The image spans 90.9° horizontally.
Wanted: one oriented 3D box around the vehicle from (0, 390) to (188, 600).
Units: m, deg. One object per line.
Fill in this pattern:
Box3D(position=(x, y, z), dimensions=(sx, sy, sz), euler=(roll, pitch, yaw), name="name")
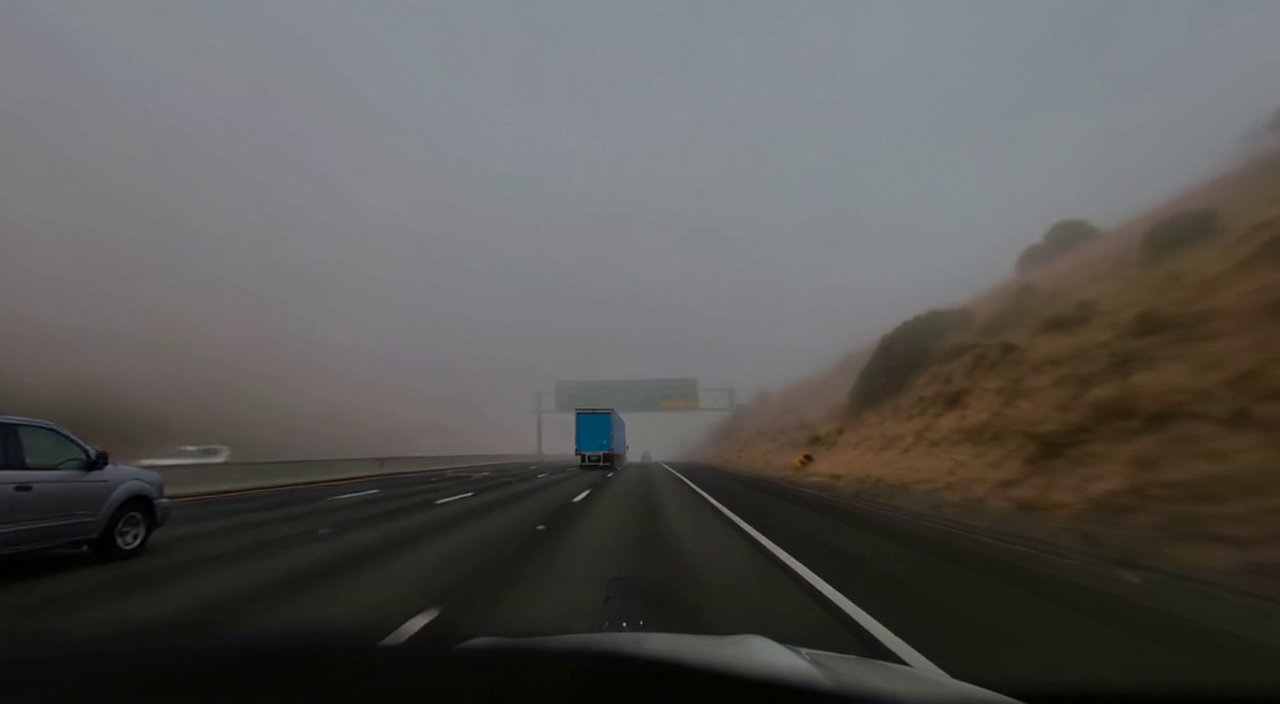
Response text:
Box3D(position=(-6.800, 1.219, 5.224), dimensions=(2.175, 1.860, 5.236), euler=(0, -8, 1), name="vehicle")
